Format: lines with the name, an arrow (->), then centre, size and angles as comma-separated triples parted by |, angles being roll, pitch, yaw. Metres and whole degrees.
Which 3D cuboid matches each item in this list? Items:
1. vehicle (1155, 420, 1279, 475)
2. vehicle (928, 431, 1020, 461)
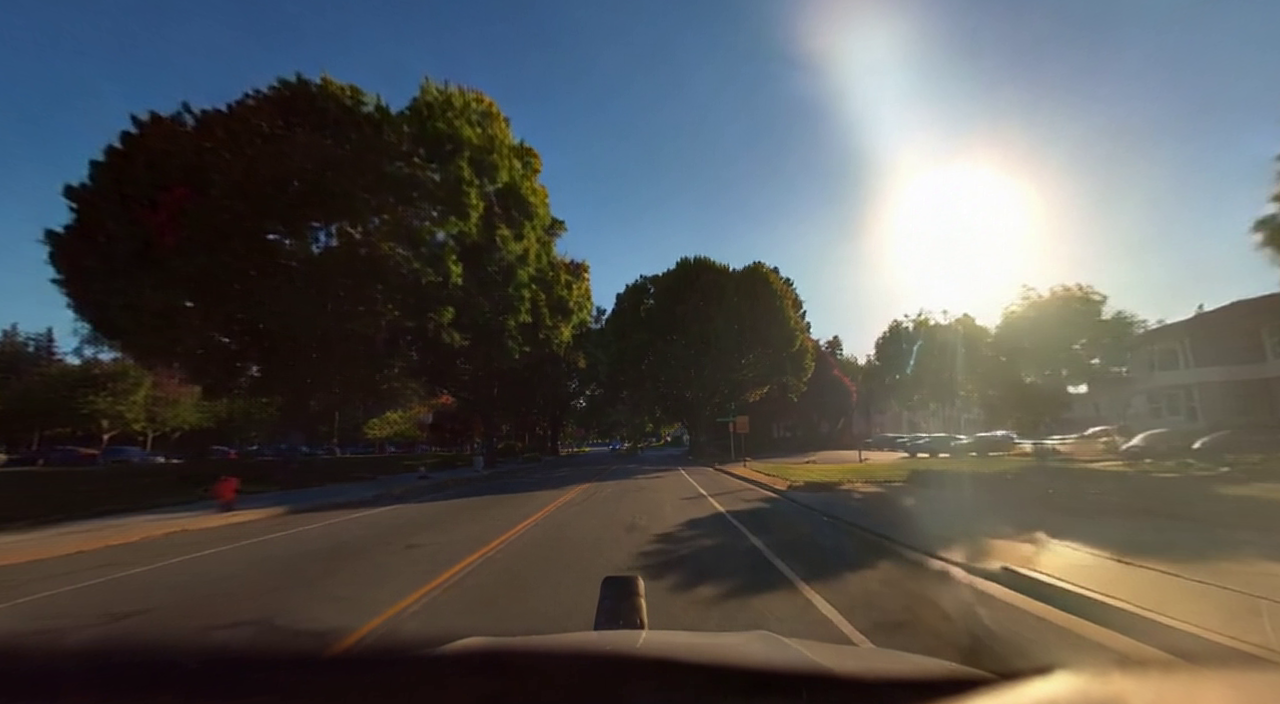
vehicle -> 20.521, 3.207, 21.436 | 4.293, 1.473, 1.843 | -5, -8, 1
vehicle -> 18.661, 5.272, 35.354 | 4.134, 1.580, 1.952 | 1, -8, -11
